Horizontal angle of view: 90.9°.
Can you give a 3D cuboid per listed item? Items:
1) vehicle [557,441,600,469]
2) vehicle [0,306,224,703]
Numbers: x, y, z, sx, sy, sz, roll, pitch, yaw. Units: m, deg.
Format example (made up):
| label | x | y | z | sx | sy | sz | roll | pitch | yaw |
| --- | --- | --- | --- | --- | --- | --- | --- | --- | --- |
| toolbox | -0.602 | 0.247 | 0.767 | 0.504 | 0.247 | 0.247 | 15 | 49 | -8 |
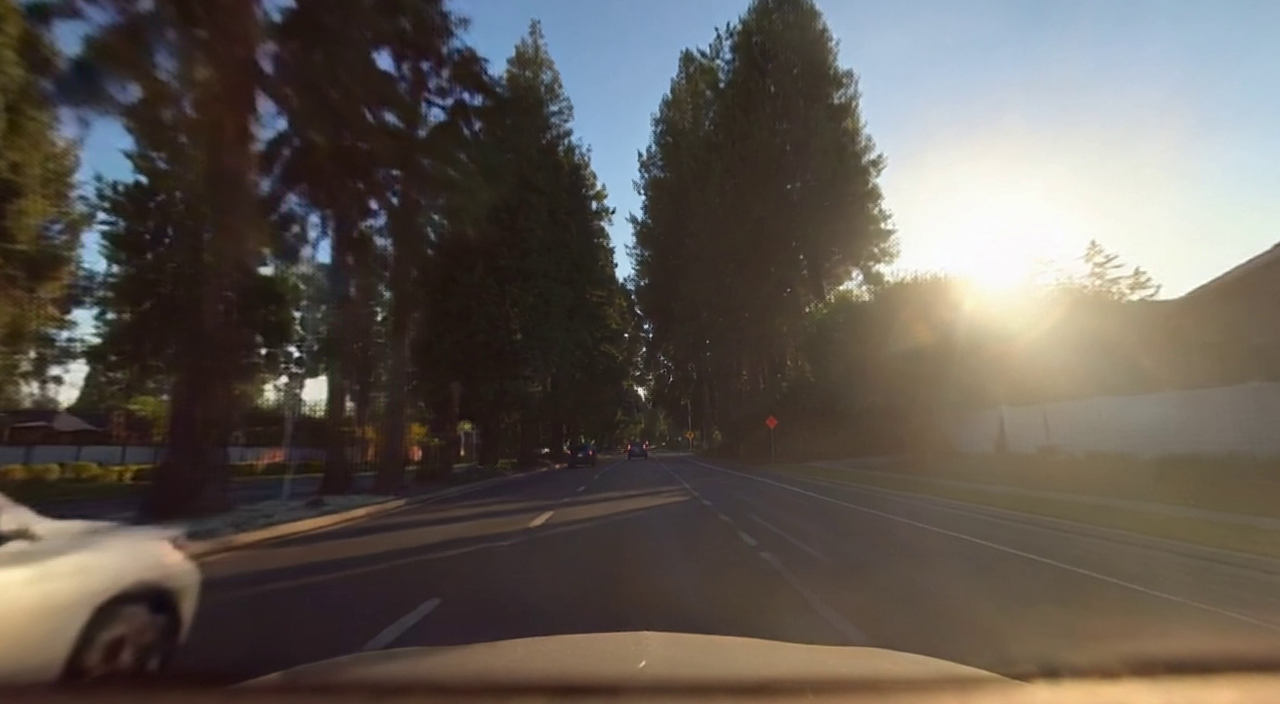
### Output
| label | x | y | z | sx | sy | sz | roll | pitch | yaw |
| --- | --- | --- | --- | --- | --- | --- | --- | --- | --- |
| vehicle | -3.500 | 5.987 | 36.821 | 2.021 | 1.466 | 4.330 | 0 | -9 | 1 |
| vehicle | -3.139 | 0.491 | 0.748 | 2.058 | 1.671 | 4.704 | 0 | -8 | 0 |
